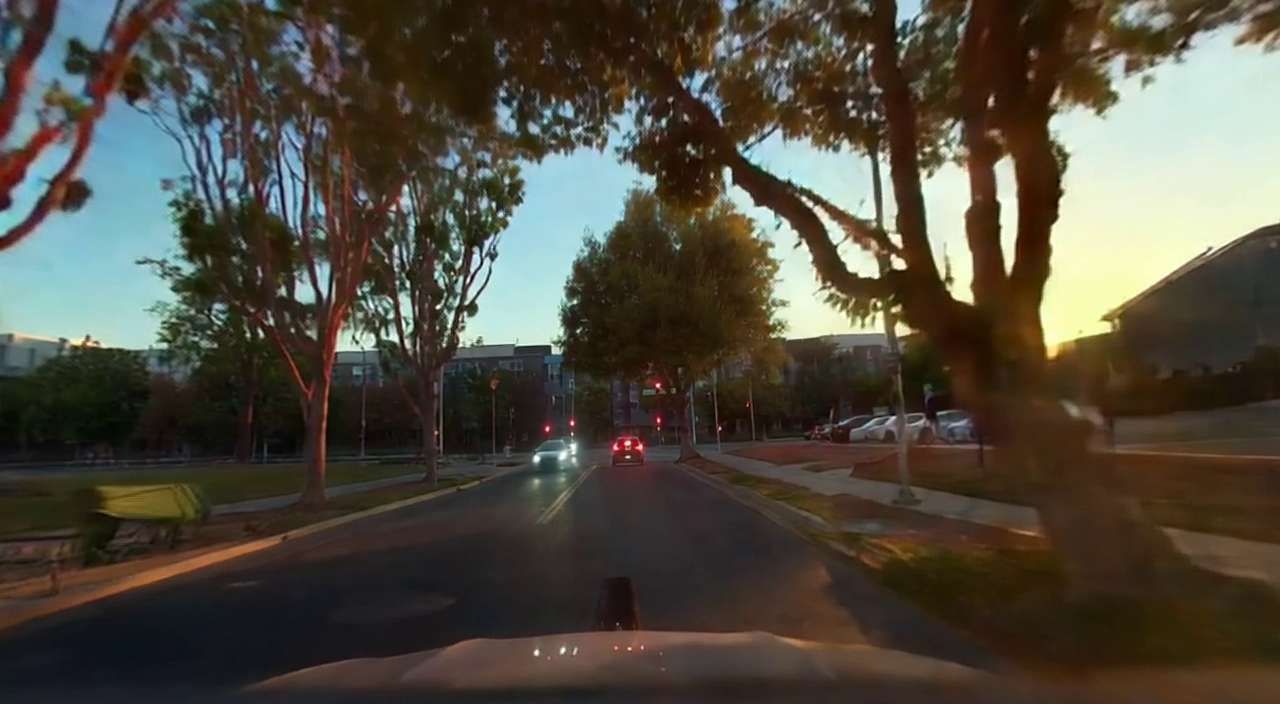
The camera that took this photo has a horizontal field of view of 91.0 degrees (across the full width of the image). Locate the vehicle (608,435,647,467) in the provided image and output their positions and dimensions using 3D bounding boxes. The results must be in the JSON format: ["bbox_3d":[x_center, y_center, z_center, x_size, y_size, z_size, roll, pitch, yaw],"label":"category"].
[{"bbox_3d":[-0.653,5.651,36.106,2.142,1.686,3.816,-1,-8,1],"label":"vehicle"}]

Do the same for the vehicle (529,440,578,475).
[{"bbox_3d":[-4.071,4.982,30.027,1.973,1.512,3.524,0,-8,-2],"label":"vehicle"}]

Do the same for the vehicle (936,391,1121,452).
[{"bbox_3d":[11.999,2.184,19.727,4.349,1.462,1.982,-5,-7,6],"label":"vehicle"}]
